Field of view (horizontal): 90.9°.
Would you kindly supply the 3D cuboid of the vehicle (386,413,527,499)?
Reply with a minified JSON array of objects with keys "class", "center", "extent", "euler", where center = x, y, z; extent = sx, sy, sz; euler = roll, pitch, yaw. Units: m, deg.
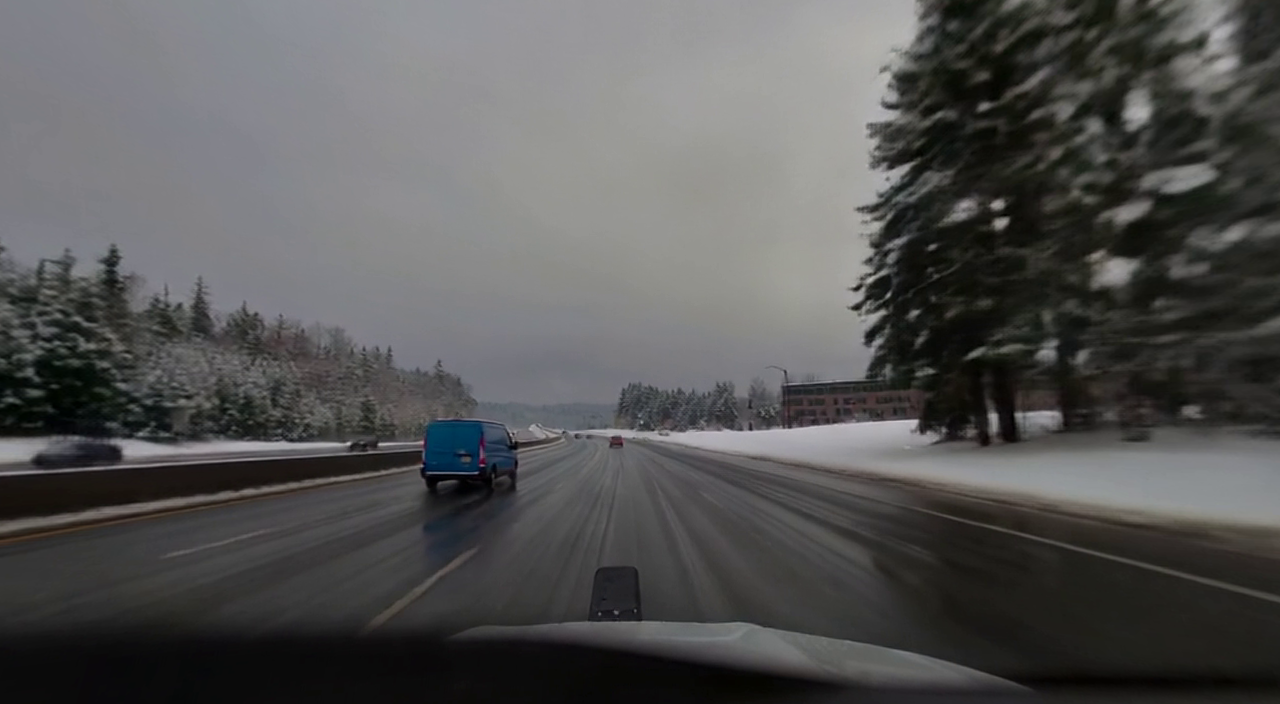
[{"class":"vehicle","center":[-4.344,2.535,15.870],"extent":[2.219,1.827,4.738],"euler":[0,-8,-1]}]

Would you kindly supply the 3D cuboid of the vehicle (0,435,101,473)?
[{"class":"vehicle","center":[-25.977,4.279,26.903],"extent":[2.005,1.467,4.532],"euler":[0,-8,-2]}]
